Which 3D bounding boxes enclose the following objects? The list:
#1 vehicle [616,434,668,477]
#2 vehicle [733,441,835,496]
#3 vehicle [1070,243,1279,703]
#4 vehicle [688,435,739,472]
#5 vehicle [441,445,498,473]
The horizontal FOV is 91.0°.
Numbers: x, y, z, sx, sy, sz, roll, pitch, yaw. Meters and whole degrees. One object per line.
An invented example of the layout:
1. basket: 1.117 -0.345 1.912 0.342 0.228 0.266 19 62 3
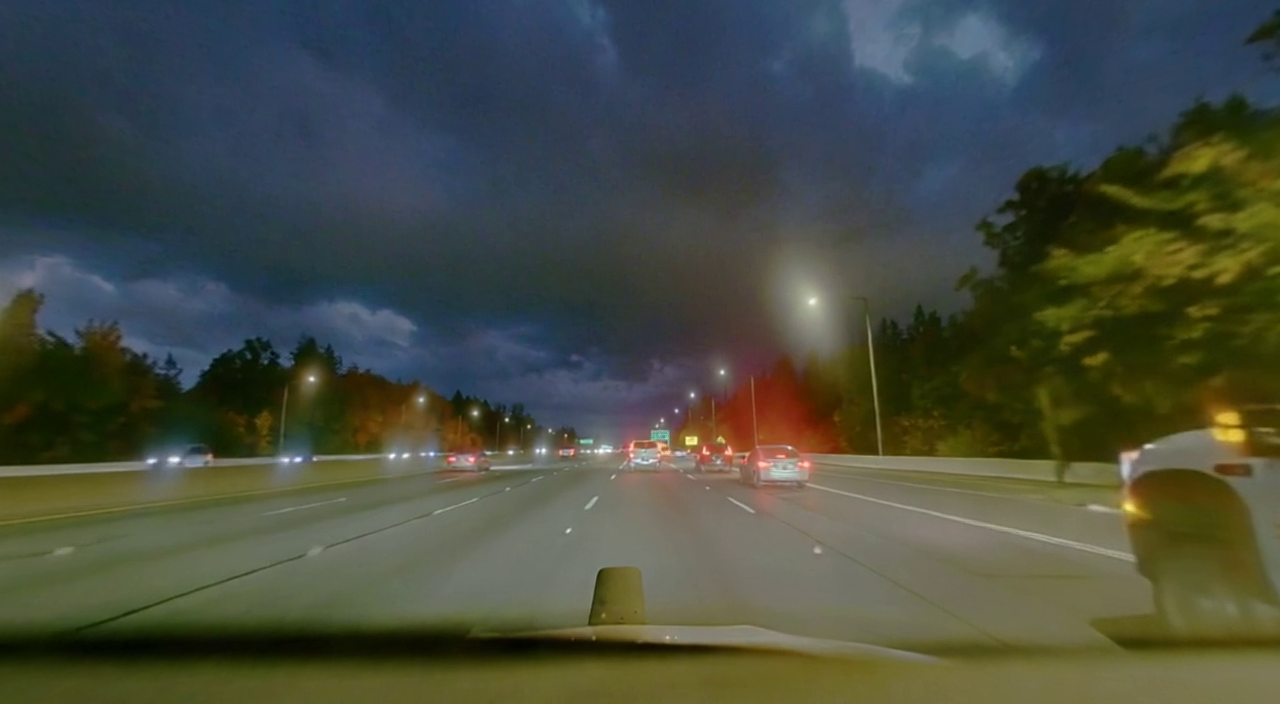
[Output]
1. vehicle: 0.111 5.101 31.251 2.372 1.957 5.121 0 -9 0
2. vehicle: 4.338 3.599 19.842 2.057 1.508 4.767 0 -9 0
3. vehicle: 3.862 0.296 0.478 2.521 2.101 6.467 0 -9 0
4. vehicle: 4.339 6.131 38.175 2.388 1.998 5.749 0 -9 0
5. vehicle: -9.756 6.149 36.348 1.989 1.529 4.433 0 -9 1
